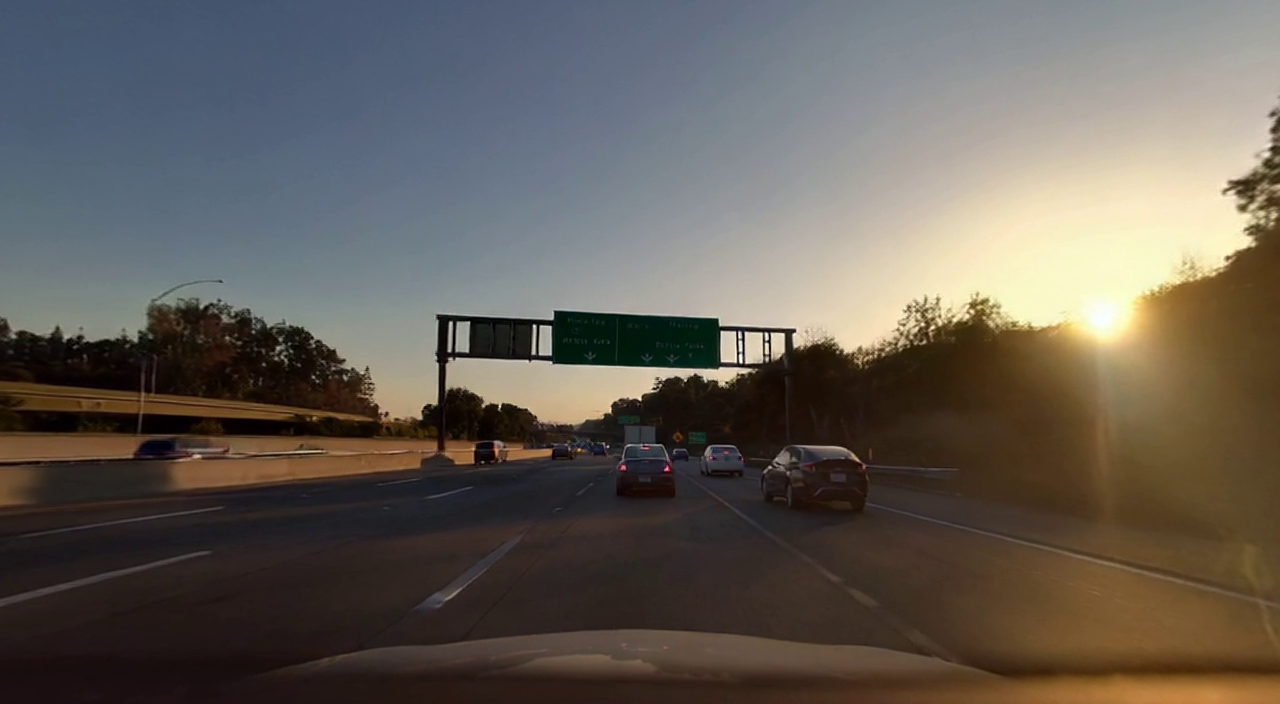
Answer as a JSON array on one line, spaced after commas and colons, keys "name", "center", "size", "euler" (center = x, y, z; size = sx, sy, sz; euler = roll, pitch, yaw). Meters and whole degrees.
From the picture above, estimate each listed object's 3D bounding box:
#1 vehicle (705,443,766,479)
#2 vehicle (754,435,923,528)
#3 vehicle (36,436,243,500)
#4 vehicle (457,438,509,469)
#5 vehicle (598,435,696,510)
[{"name": "vehicle", "center": [4.238, 4.929, 28.756], "size": [2.002, 1.499, 4.710], "euler": [0, -9, -1]}, {"name": "vehicle", "center": [3.658, 2.457, 12.501], "size": [2.044, 1.523, 3.947], "euler": [0, -9, 0]}, {"name": "vehicle", "center": [-14.468, 3.363, 18.720], "size": [2.055, 1.613, 4.955], "euler": [0, -9, 0]}, {"name": "vehicle", "center": [-9.936, 6.460, 40.263], "size": [1.978, 1.821, 4.975], "euler": [0, -9, 1]}, {"name": "vehicle", "center": [0.160, 2.817, 15.149], "size": [2.044, 1.554, 3.824], "euler": [0, -9, 0]}]
